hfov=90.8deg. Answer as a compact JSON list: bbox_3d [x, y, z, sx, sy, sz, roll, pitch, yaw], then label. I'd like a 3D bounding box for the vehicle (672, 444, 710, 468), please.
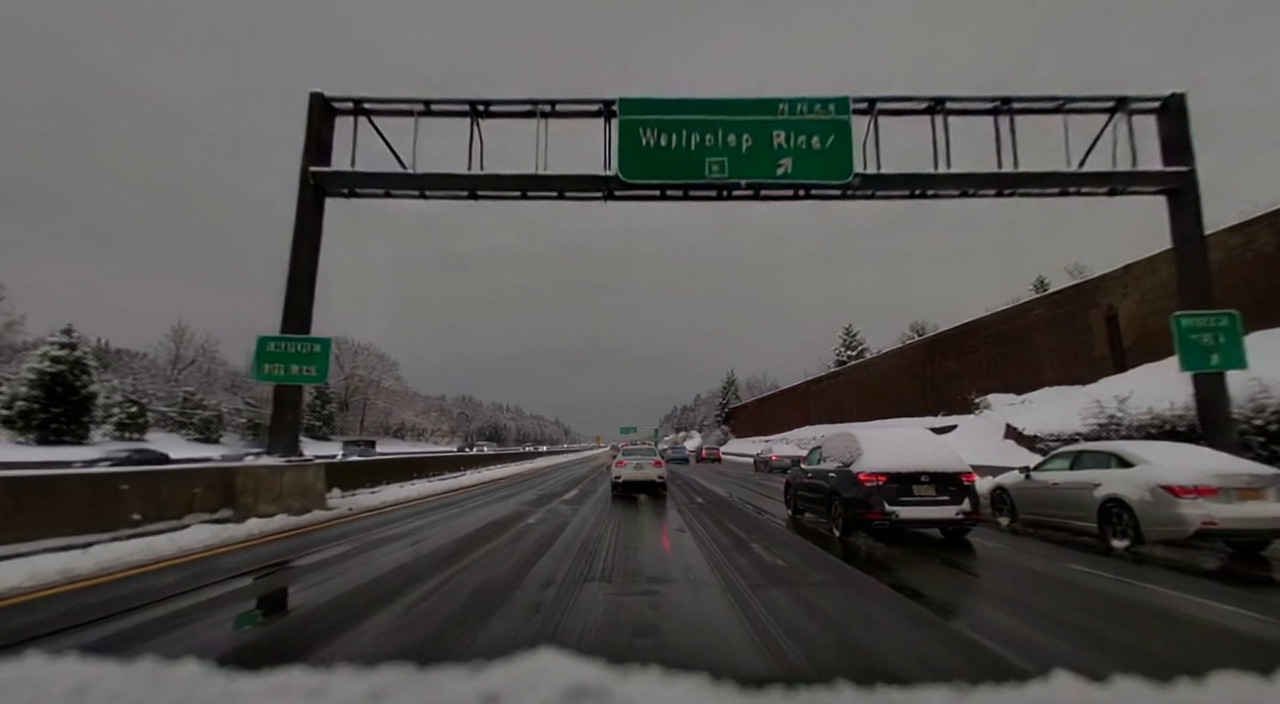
[{"bbox_3d":[3.296,6.845,41.799,1.998,1.490,4.296,0,-9,-2],"label":"vehicle"}]

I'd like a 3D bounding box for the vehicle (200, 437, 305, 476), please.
[{"bbox_3d":[-18.002,4.869,29.638,1.994,1.658,4.646,0,-9,0],"label":"vehicle"}]

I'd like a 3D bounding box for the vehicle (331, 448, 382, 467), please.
[{"bbox_3d":[-21.871,8.142,48.959,1.992,1.424,4.365,0,-9,-1],"label":"vehicle"}]

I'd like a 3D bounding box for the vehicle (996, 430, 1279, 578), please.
[{"bbox_3d":[7.077,1.852,8.583,1.872,1.469,4.414,0,-9,0],"label":"vehicle"}]

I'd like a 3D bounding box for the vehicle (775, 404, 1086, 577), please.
[{"bbox_3d":[3.570,1.806,9.069,2.162,1.800,4.693,0,-9,-1],"label":"vehicle"}]

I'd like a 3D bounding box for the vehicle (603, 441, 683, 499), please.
[{"bbox_3d":[0.045,3.389,18.573,2.098,1.475,3.997,0,-9,-1],"label":"vehicle"}]

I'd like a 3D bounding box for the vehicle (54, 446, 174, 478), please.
[{"bbox_3d":[-25.759,5.380,31.208,1.857,1.452,4.788,0,-9,-1],"label":"vehicle"}]
